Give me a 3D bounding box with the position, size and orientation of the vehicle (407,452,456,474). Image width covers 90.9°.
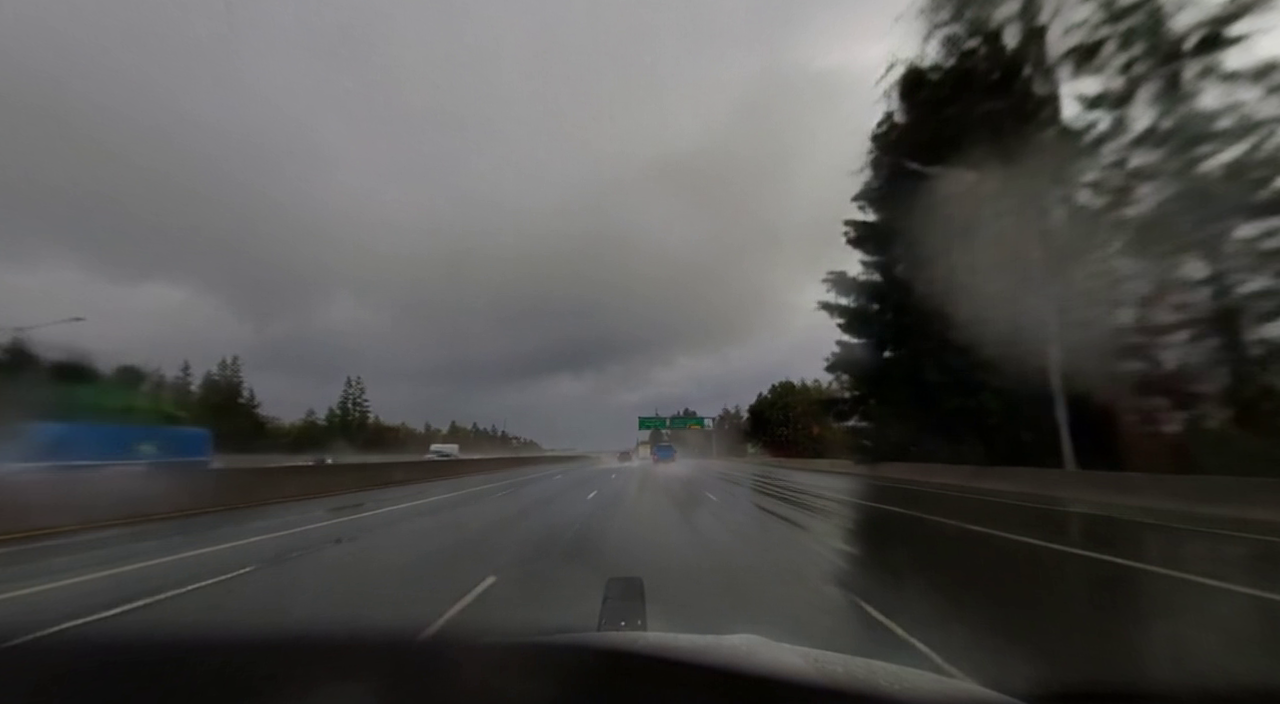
[{"bbox_3d":[-15.214,8.104,46.221,1.903,1.486,4.666,0,-9,1],"label":"vehicle"}]

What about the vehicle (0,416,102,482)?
[{"bbox_3d":[-39.515,6.301,40.979,3.163,3.960,6.362,0,-9,-1],"label":"vehicle"}]
